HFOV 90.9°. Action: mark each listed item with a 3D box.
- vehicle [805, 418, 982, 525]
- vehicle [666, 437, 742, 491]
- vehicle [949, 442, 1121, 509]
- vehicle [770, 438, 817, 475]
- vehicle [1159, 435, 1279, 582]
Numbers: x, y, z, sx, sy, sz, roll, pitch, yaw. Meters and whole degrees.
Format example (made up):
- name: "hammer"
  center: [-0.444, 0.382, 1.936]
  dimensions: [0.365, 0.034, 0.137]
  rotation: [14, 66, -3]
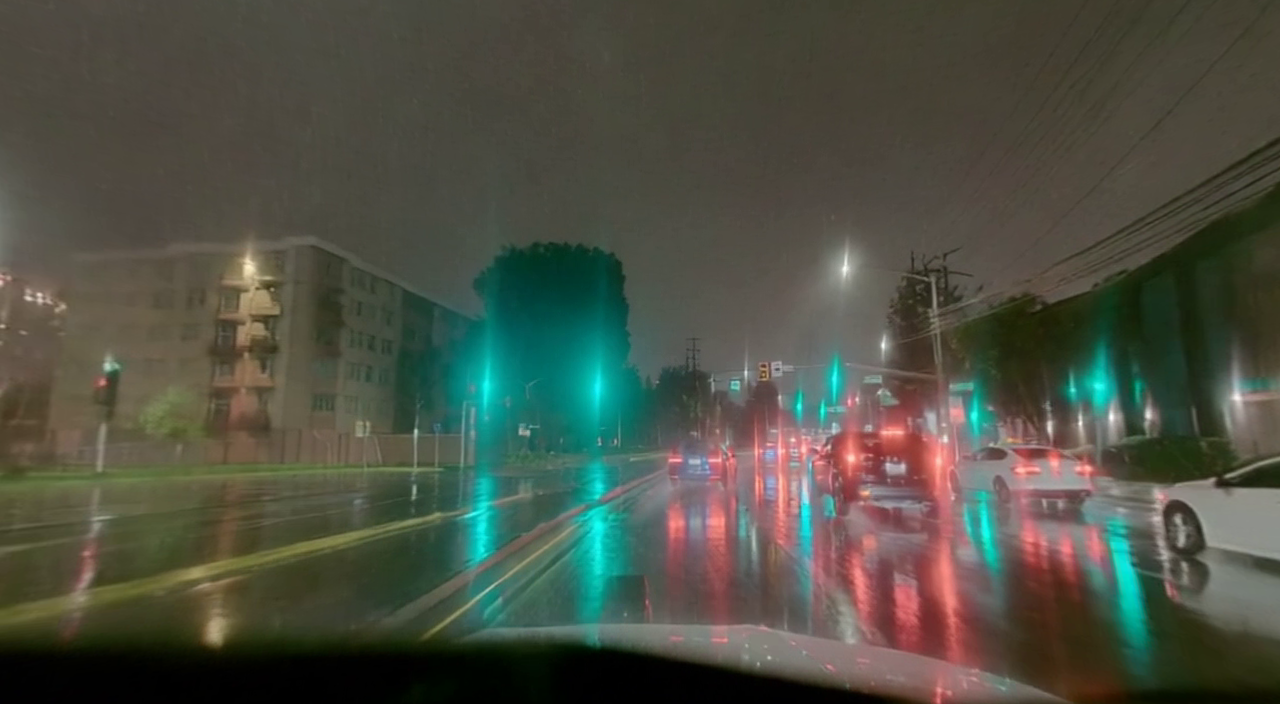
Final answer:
- name: "vehicle"
  center: [4.966, 2.399, 13.257]
  dimensions: [2.119, 1.810, 4.848]
  rotation: [-1, -8, 6]
- name: "vehicle"
  center: [2.187, 3.577, 20.529]
  dimensions: [2.168, 1.527, 4.174]
  rotation: [-1, -9, 10]
- name: "vehicle"
  center: [9.970, 3.111, 16.437]
  dimensions: [1.882, 1.463, 4.543]
  rotation: [-1, -8, 6]
- name: "vehicle"
  center: [7.248, 4.953, 30.116]
  dimensions: [1.896, 1.612, 4.203]
  rotation: [-1, -9, 10]
- name: "vehicle"
  center: [7.379, 1.465, 5.576]
  dimensions: [1.866, 1.471, 4.478]
  rotation: [0, -8, 2]
